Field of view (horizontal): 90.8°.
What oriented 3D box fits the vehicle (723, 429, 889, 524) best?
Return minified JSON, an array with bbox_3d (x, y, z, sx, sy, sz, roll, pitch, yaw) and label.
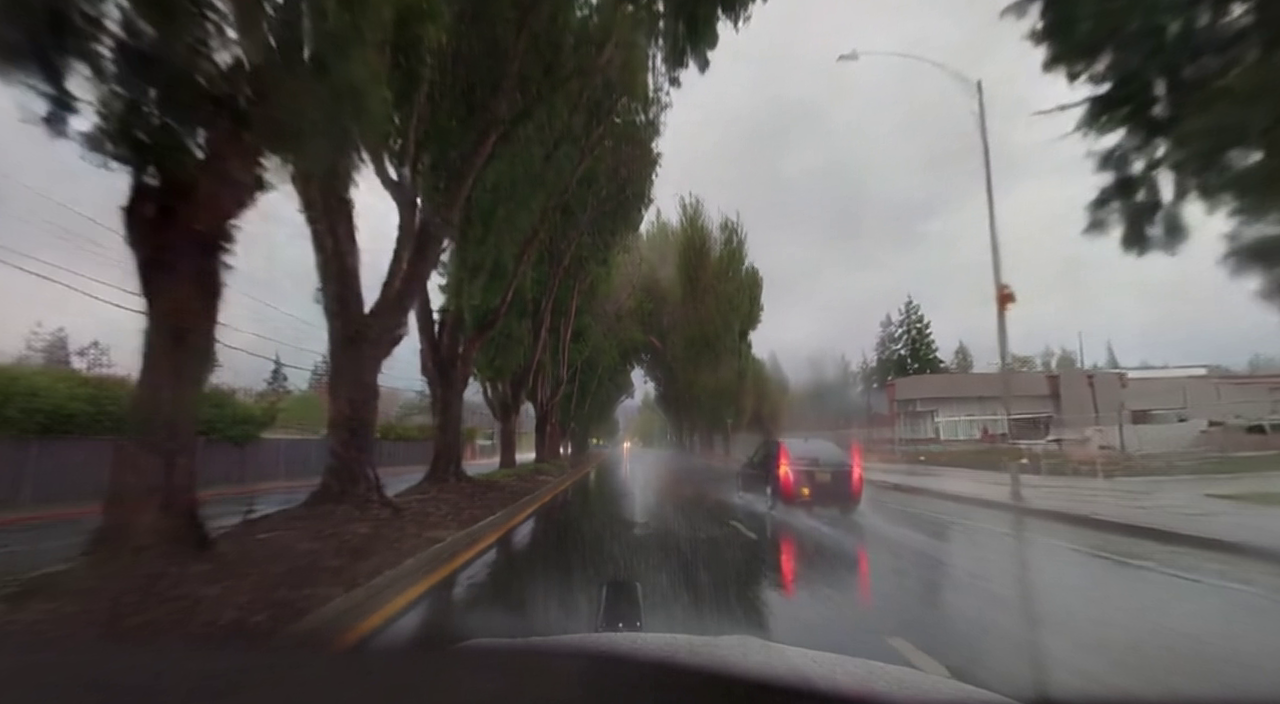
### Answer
[{"bbox_3d":[2.996,2.354,12.478,1.985,1.529,4.316,0,-8,-2],"label":"vehicle"}]
